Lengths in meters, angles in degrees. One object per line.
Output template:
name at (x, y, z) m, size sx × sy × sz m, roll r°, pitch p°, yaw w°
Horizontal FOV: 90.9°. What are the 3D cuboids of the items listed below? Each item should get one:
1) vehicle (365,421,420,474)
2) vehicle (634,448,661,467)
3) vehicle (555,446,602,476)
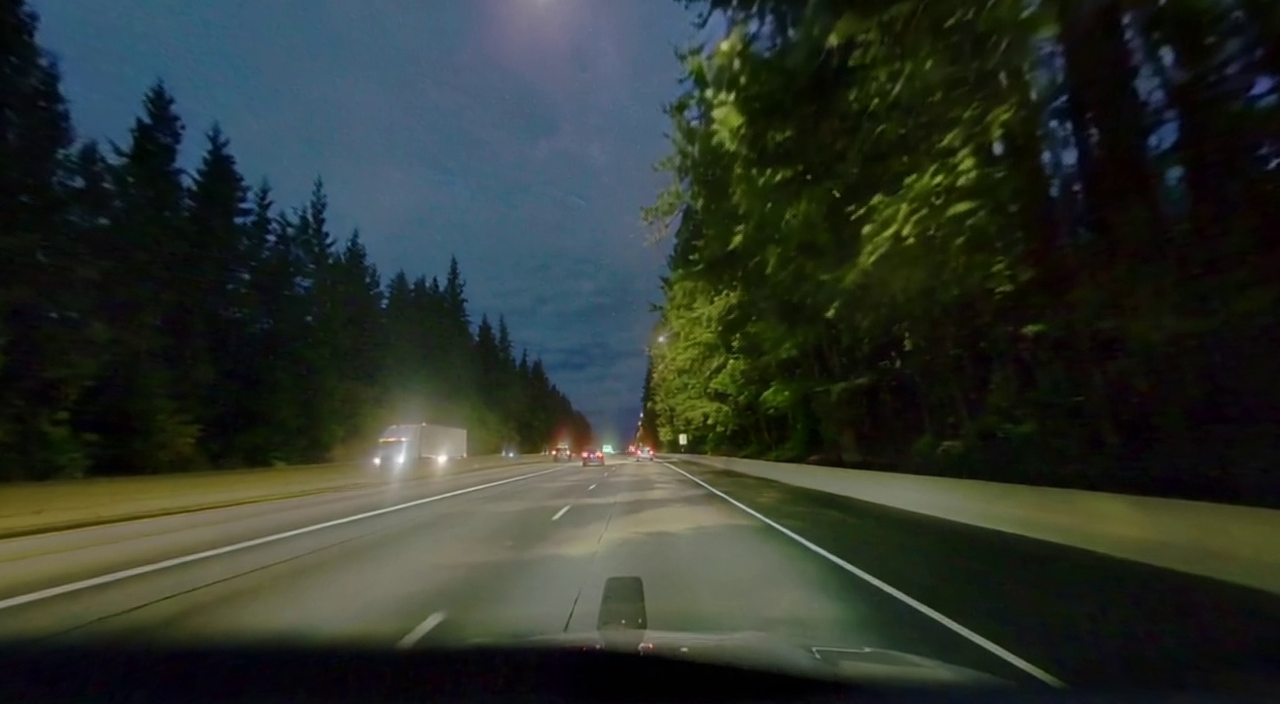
vehicle at (-19.023, 7.350, 48.591) m, size 2.908 × 3.879 × 2.998 m, roll 0°, pitch -9°, yaw 0°
vehicle at (0.524, 8.221, 49.017) m, size 1.989 × 1.402 × 3.831 m, roll 0°, pitch -9°, yaw -1°
vehicle at (-3.178, 5.780, 33.606) m, size 2.112 × 1.498 × 4.117 m, roll 0°, pitch -9°, yaw 0°
